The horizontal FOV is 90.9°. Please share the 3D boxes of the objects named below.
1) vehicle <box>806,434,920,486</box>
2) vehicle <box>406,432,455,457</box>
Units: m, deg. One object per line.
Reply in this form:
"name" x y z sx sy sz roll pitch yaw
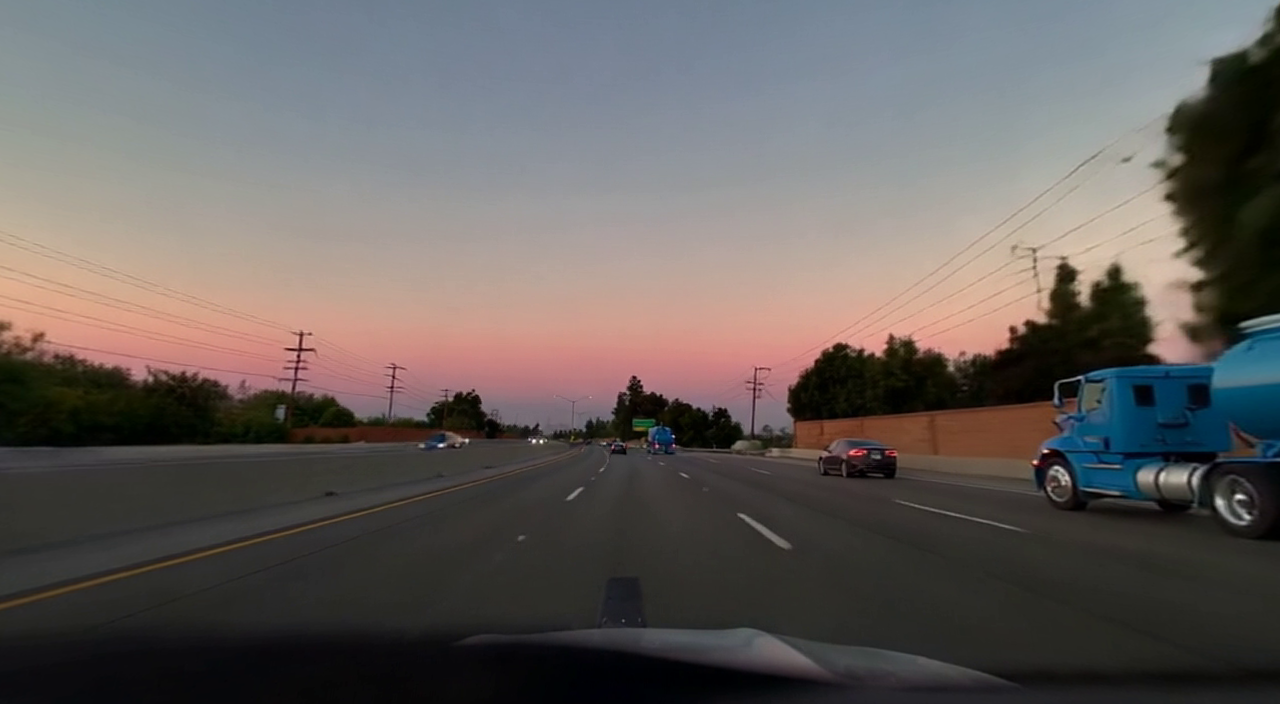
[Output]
"vehicle" 7.015 3.427 20.400 1.905 1.480 4.624 0 -8 -1
"vehicle" -14.492 6.428 43.834 1.954 1.578 4.562 0 -8 -1
